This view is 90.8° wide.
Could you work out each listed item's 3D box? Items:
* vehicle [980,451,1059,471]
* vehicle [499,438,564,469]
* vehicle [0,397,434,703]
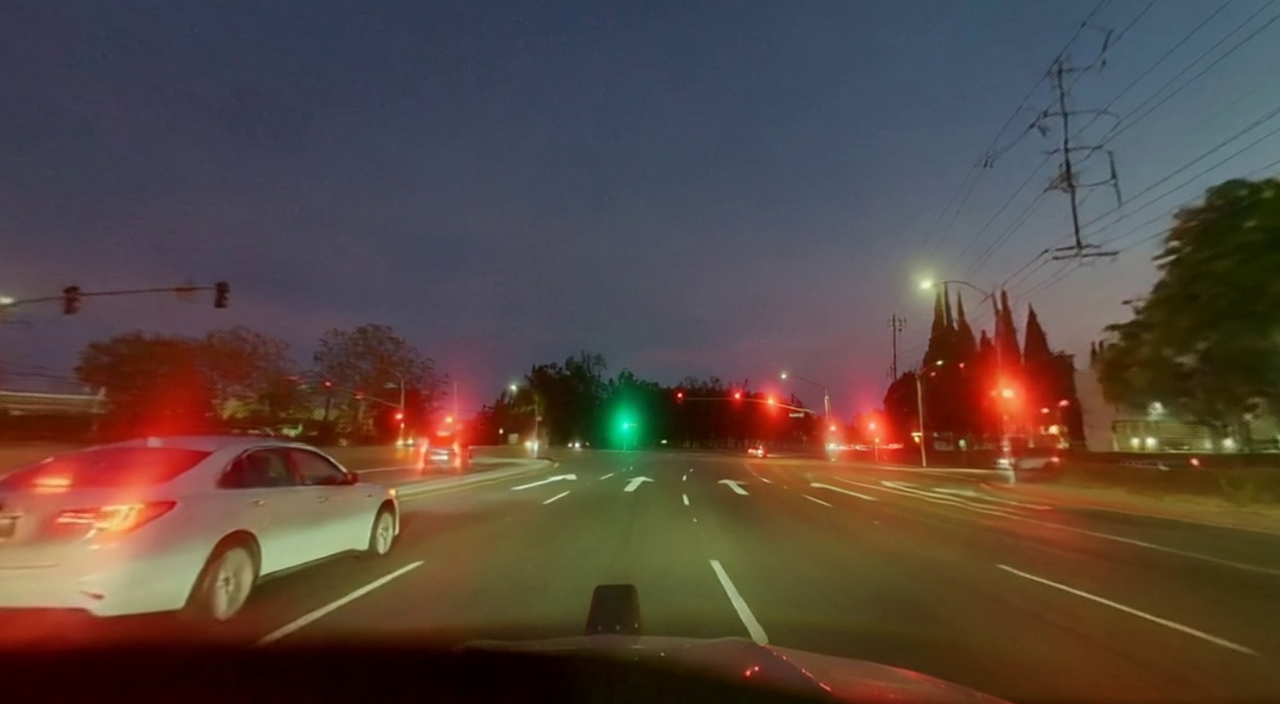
[{"bbox_3d":[28.712,8.269,47.948,4.636,1.433,1.930,-2,-9,14],"label":"vehicle"},{"bbox_3d":[-5.576,5.316,33.159,2.016,1.501,4.903,-1,-9,7],"label":"vehicle"},{"bbox_3d":[-3.377,1.259,5.038,1.934,1.463,4.220,0,-9,1],"label":"vehicle"}]
